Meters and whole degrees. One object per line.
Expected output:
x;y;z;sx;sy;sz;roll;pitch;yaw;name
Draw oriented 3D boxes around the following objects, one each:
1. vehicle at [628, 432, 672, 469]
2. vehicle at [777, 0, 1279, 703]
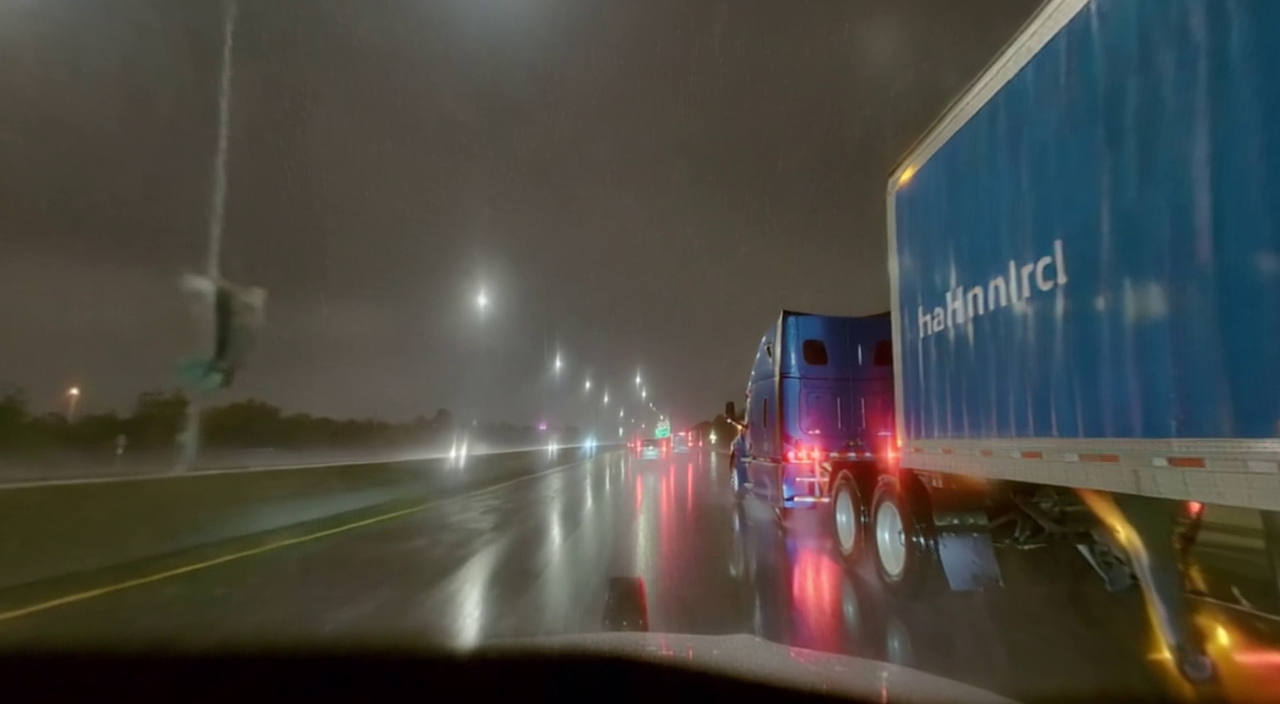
0.545;5.327;34.216;2.205;1.860;4.301;-1;-8;1;vehicle
3.930;-0.106;3.716;3.019;4.145;16.453;-1;-8;2;vehicle
